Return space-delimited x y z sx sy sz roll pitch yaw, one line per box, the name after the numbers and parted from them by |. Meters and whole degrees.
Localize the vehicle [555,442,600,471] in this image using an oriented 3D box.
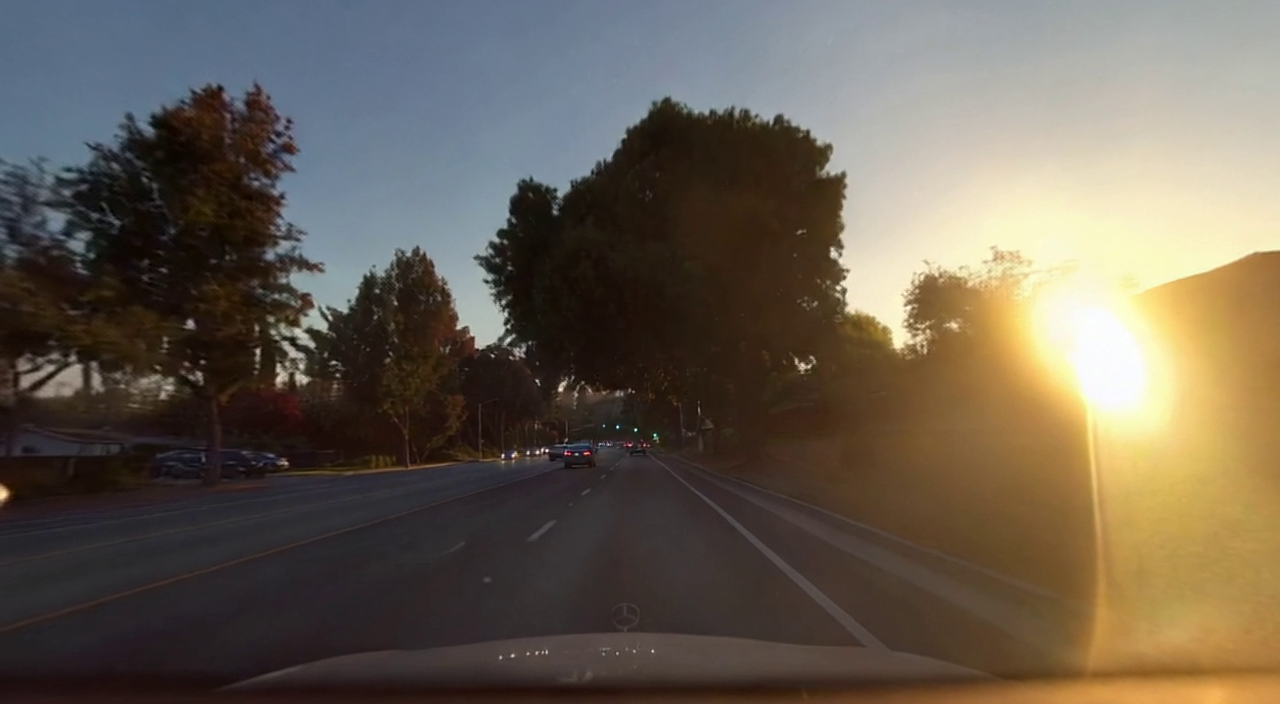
-3.279 5.560 33.986 1.992 1.447 4.044 0 -8 0 | vehicle

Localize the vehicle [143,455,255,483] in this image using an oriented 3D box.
-24.801 6.582 35.632 4.743 1.482 2.164 -1 -8 4 | vehicle
